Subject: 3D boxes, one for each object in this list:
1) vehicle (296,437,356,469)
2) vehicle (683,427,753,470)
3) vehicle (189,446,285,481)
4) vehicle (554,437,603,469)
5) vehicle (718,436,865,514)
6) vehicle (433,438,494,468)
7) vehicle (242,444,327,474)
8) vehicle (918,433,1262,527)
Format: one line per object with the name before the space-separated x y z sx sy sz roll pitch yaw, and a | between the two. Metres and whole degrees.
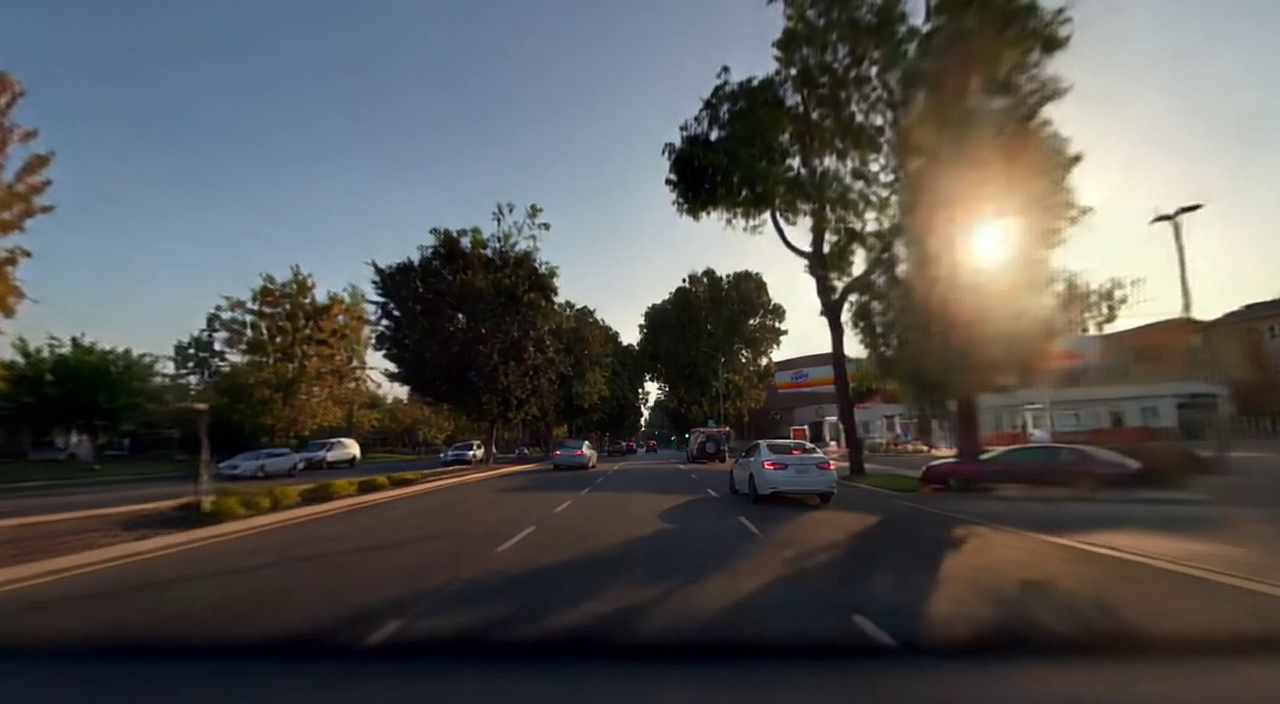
vehicle | -24.282 7.835 48.979 2.254 2.335 4.297 0 -8 2
vehicle | 4.256 5.450 35.769 3.245 2.199 6.295 0 -8 1
vehicle | -21.256 5.882 33.476 1.957 1.702 4.544 0 -8 2
vehicle | -3.446 5.752 35.983 2.250 1.713 4.422 0 -8 1
vehicle | 3.189 2.711 14.433 2.095 1.475 4.686 0 -8 -1
vehicle | -11.098 6.418 40.091 2.141 1.751 5.451 0 -8 1
vehicle | -24.293 7.304 43.398 2.341 1.896 5.876 0 -8 1
vehicle | 7.608 2.197 11.269 4.514 1.425 1.937 -2 -9 15
